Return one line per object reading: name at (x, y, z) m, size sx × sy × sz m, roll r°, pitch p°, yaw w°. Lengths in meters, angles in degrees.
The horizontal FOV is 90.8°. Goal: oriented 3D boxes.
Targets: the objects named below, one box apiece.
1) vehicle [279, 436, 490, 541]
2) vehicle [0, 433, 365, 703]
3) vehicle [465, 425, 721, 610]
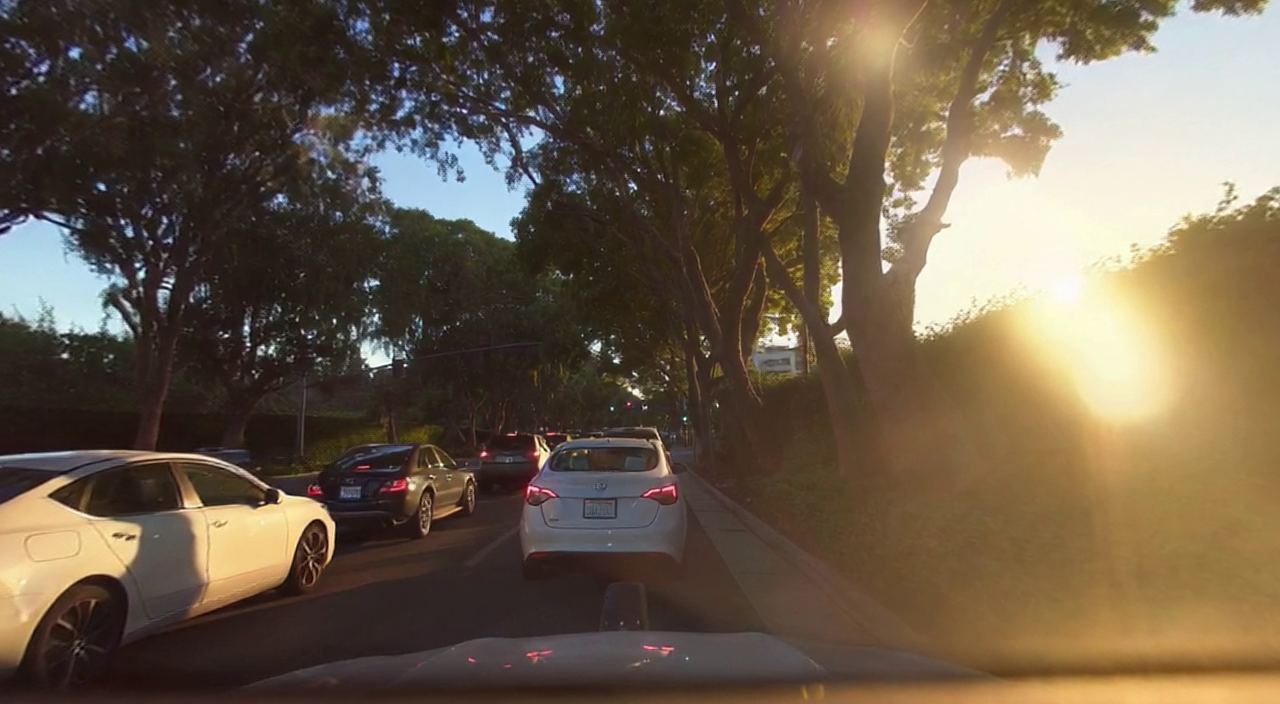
vehicle at (-4.256, 2.318, 11.463) m, size 1.898 × 1.503 × 4.453 m, roll 0°, pitch -8°, yaw 1°
vehicle at (-3.809, 1.313, 4.463) m, size 1.784 × 1.408 × 4.141 m, roll 0°, pitch -8°, yaw 1°
vehicle at (-0.406, 1.682, 7.377) m, size 2.127 × 1.517 × 4.090 m, roll 0°, pitch -8°, yaw 0°
